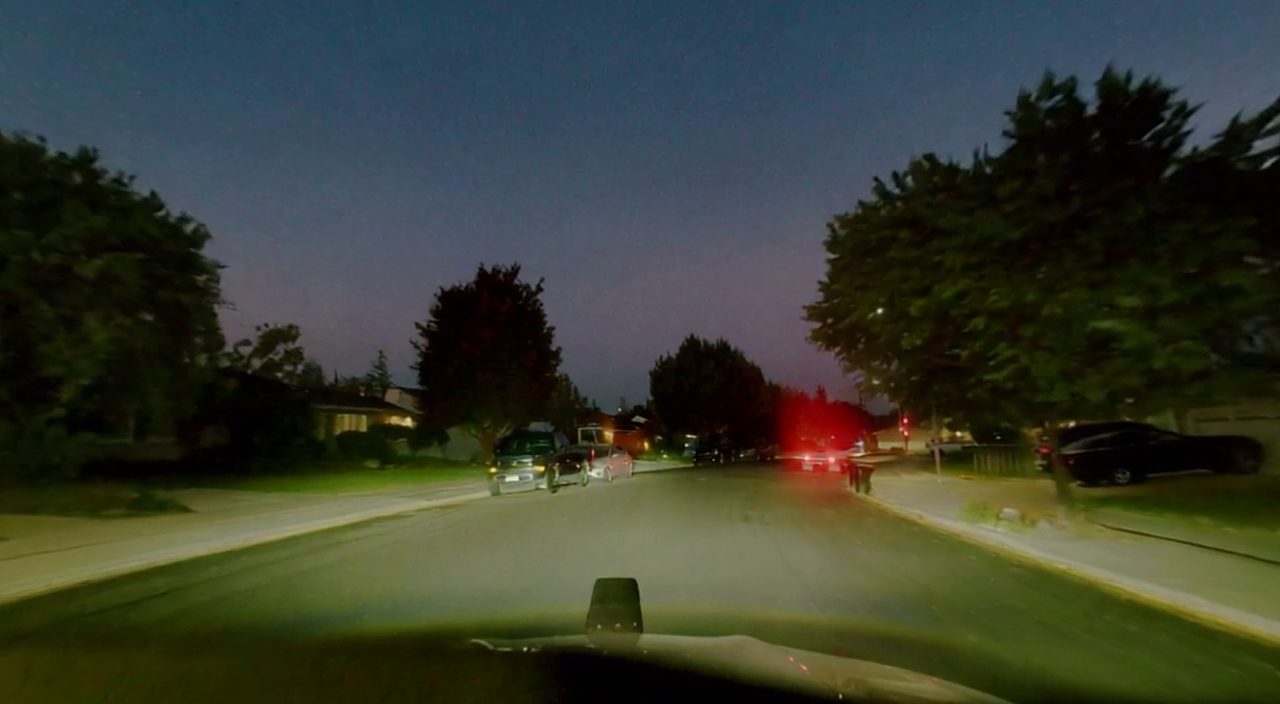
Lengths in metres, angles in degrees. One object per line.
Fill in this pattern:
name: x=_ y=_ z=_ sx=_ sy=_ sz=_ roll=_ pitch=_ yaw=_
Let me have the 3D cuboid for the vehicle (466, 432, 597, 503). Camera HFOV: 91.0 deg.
vehicle: x=-3.073 y=3.387 z=19.239 sx=2.274 sy=1.784 sz=5.090 roll=-1 pitch=-7 yaw=11

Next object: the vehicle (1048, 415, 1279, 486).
vehicle: x=14.403 y=2.704 z=17.304 sx=4.789 sy=1.771 sz=2.092 roll=-2 pitch=-9 yaw=9

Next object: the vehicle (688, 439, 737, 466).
vehicle: x=5.106 y=7.008 z=43.839 sx=2.052 sy=1.745 sz=4.737 roll=-4 pitch=-9 yaw=23

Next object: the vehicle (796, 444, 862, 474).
vehicle: x=10.993 y=6.077 z=36.163 sx=2.804 sy=1.336 sz=6.700 roll=-3 pitch=-7 yaw=24
